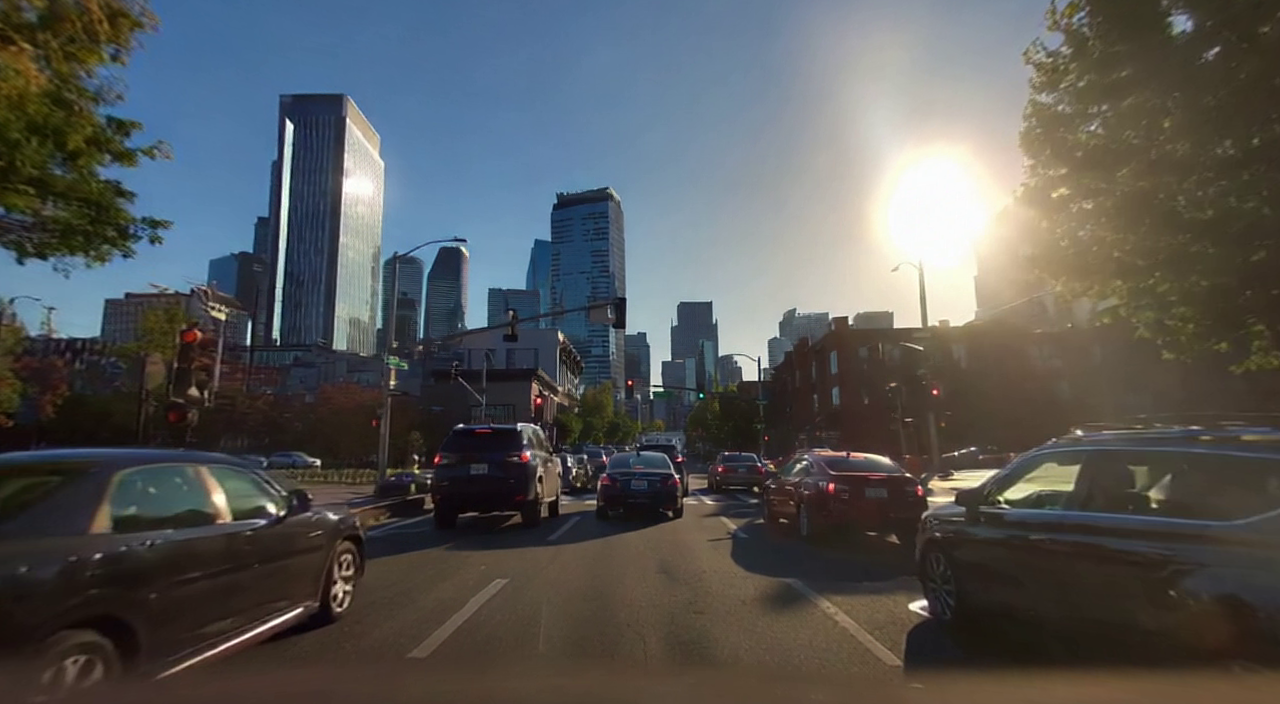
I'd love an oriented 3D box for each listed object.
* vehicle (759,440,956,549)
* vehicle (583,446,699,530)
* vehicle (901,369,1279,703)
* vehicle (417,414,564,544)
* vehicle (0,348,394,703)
[{"bbox_3d":[3.541,2.380,11.332,1.973,1.537,4.533,0,-8,1],"label":"vehicle"},{"bbox_3d":[0.045,2.672,13.009,2.031,1.461,3.763,0,-8,1],"label":"vehicle"},{"bbox_3d":[3.330,1.036,3.239,2.179,1.631,4.173,0,-8,0],"label":"vehicle"},{"bbox_3d":[-2.594,2.279,11.886,1.683,2.039,3.703,0,-8,3],"label":"vehicle"},{"bbox_3d":[-3.378,1.108,3.894,2.046,1.744,4.407,0,-8,-2],"label":"vehicle"}]
